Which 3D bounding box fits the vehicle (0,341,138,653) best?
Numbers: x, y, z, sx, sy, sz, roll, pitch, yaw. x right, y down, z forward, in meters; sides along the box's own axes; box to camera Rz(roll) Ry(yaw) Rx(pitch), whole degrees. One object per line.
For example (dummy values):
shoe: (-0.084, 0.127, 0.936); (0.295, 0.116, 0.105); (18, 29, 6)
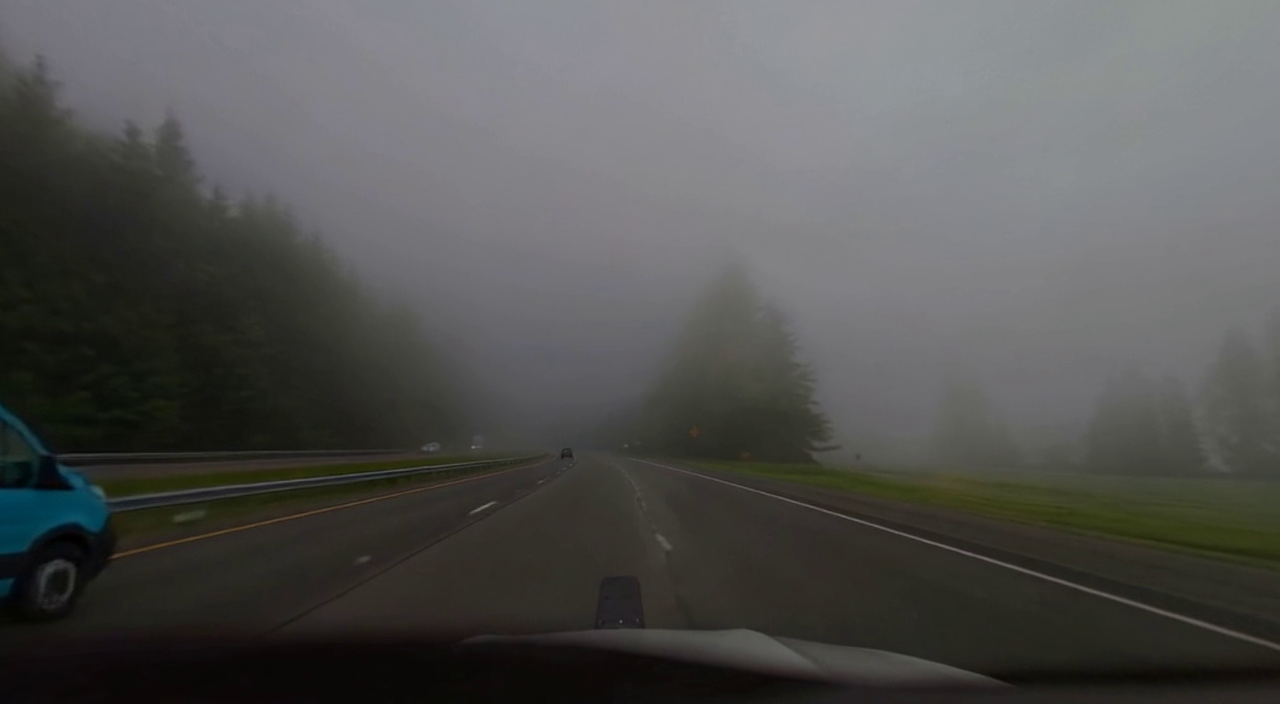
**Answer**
vehicle: (-5.297, 0.738, 2.750); (2.197, 2.038, 4.919); (0, -9, -2)
